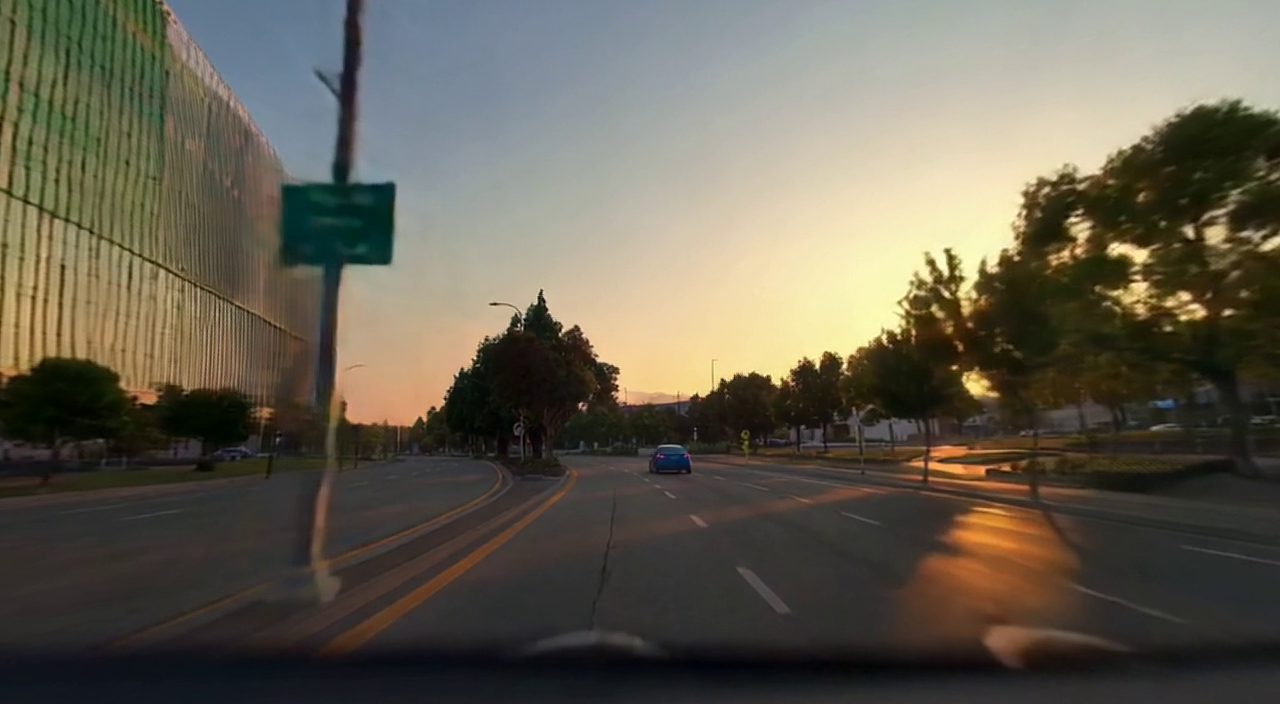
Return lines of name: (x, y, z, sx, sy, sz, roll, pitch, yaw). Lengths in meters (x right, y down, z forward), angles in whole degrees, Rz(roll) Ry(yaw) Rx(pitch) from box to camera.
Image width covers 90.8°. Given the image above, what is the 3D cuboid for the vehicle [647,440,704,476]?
vehicle: (1.674, 5.244, 31.549, 2.165, 1.633, 4.381, 0, -8, -6)
